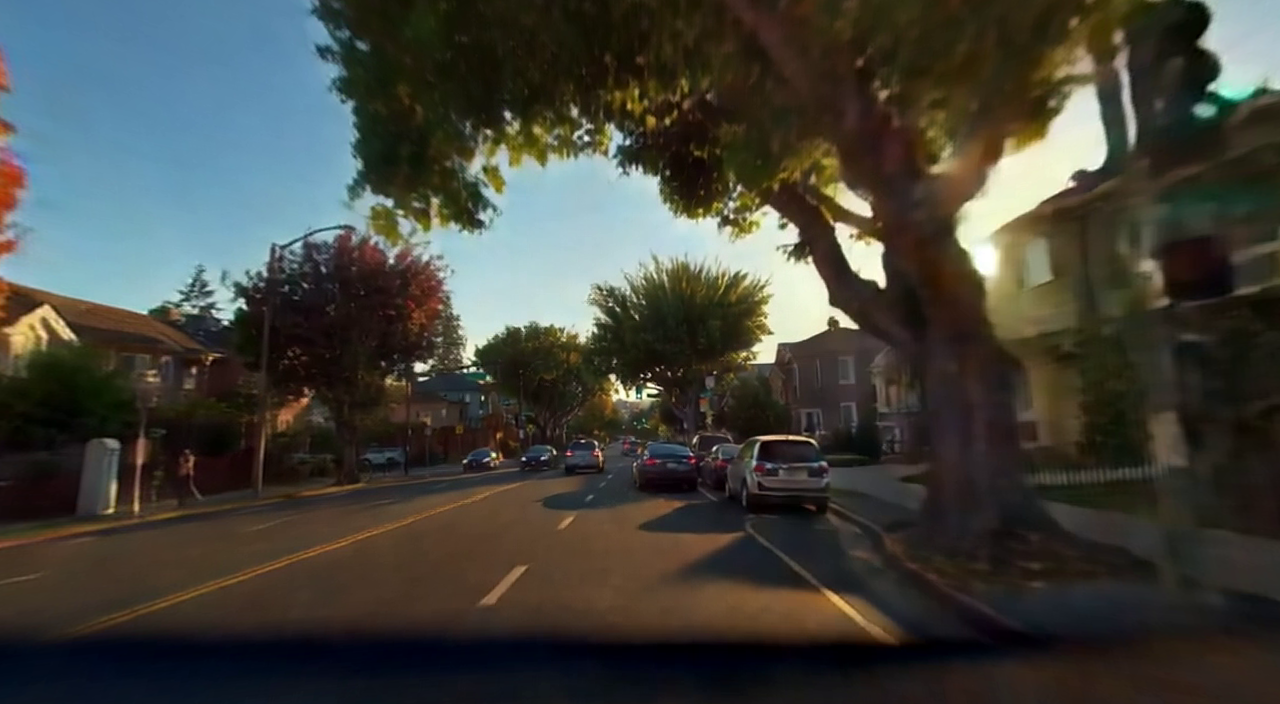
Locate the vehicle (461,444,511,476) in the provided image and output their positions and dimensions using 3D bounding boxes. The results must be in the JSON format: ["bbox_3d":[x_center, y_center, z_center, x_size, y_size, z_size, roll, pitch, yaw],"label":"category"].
[{"bbox_3d":[-9.060,6.363,37.370,1.850,1.720,4.237,-1,-8,0],"label":"vehicle"}]

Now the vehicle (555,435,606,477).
[{"bbox_3d":[-2.750,4.931,30.032,1.983,1.841,4.013,0,-8,1],"label":"vehicle"}]

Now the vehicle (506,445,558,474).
[{"bbox_3d":[-5.971,5.982,35.315,2.055,1.521,4.639,0,-9,1],"label":"vehicle"}]

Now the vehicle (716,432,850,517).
[{"bbox_3d":[2.984,2.642,14.096,1.905,1.589,4.028,0,-8,-3],"label":"vehicle"}]

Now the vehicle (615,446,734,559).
[{"bbox_3d":[0.383,2.151,9.611,1.485,1.385,3.283,1,-9,-2],"label":"vehicle"}]
